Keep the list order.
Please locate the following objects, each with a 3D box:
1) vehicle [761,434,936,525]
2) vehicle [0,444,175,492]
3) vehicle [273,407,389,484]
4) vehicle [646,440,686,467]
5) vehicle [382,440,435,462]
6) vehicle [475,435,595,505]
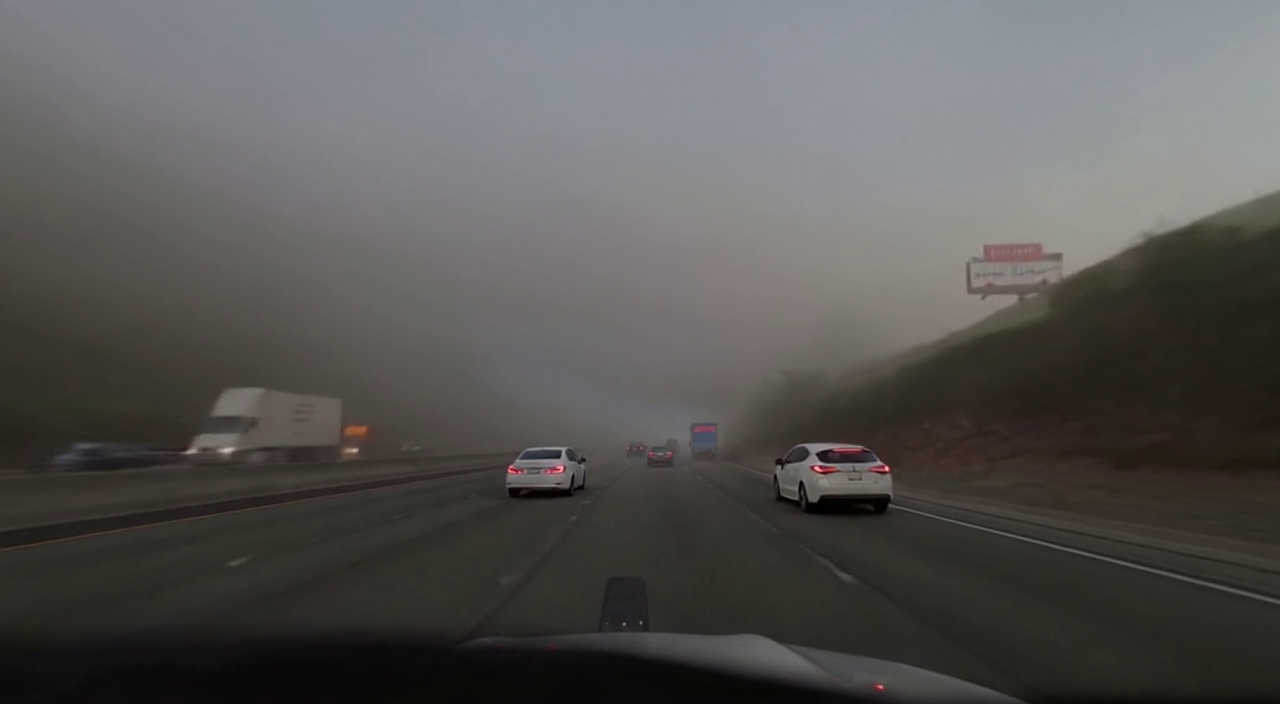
[{"bbox_3d":[3.832,2.410,12.530,2.013,1.464,4.317,0,-8,0],"label":"vehicle"},{"bbox_3d":[-19.297,4.014,22.318,1.877,1.472,4.927,0,-8,1],"label":"vehicle"},{"bbox_3d":[-11.301,3.437,23.315,2.562,2.559,3.019,-3,-9,5],"label":"vehicle"},{"bbox_3d":[1.493,5.849,36.374,2.202,1.467,3.929,0,-8,3],"label":"vehicle"},{"bbox_3d":[-18.011,7.717,49.358,2.238,1.585,4.473,-1,-8,3],"label":"vehicle"},{"bbox_3d":[-2.443,2.899,16.061,2.031,1.491,4.792,-1,-8,3],"label":"vehicle"}]
